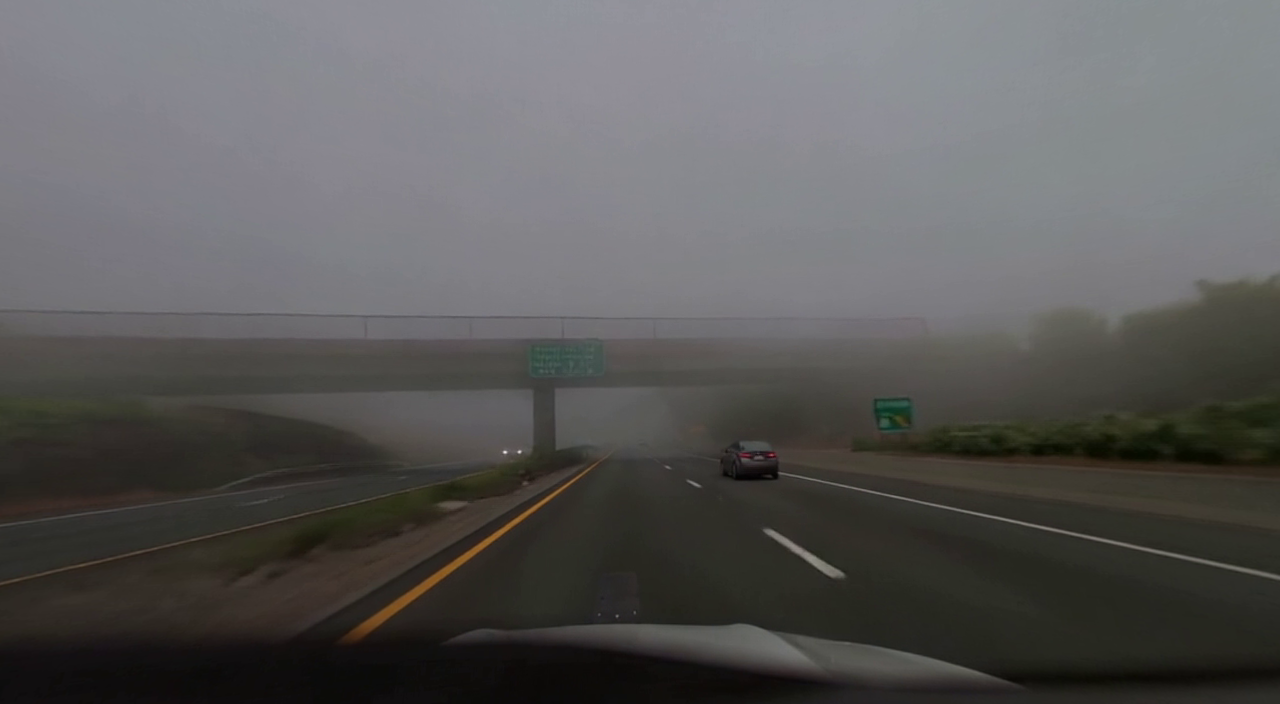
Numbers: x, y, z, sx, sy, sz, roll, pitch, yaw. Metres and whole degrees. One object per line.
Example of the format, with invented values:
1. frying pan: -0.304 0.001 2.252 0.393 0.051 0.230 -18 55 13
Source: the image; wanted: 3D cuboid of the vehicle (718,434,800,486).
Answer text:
1. vehicle: 3.664 3.377 19.972 1.781 1.470 3.540 0 -8 -2
